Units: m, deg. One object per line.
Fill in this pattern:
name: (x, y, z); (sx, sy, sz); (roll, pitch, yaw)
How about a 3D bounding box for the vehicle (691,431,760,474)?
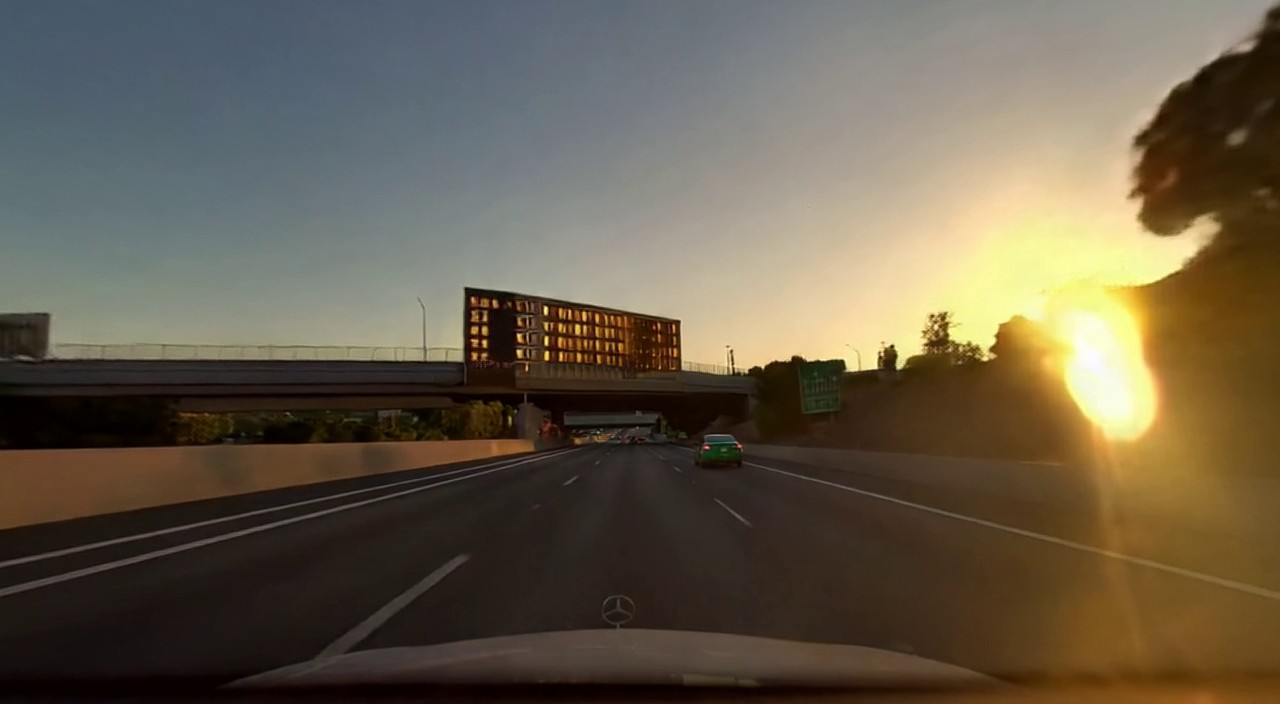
vehicle: (3.158, 3.808, 24.040); (1.946, 1.481, 3.969); (0, -8, -1)
